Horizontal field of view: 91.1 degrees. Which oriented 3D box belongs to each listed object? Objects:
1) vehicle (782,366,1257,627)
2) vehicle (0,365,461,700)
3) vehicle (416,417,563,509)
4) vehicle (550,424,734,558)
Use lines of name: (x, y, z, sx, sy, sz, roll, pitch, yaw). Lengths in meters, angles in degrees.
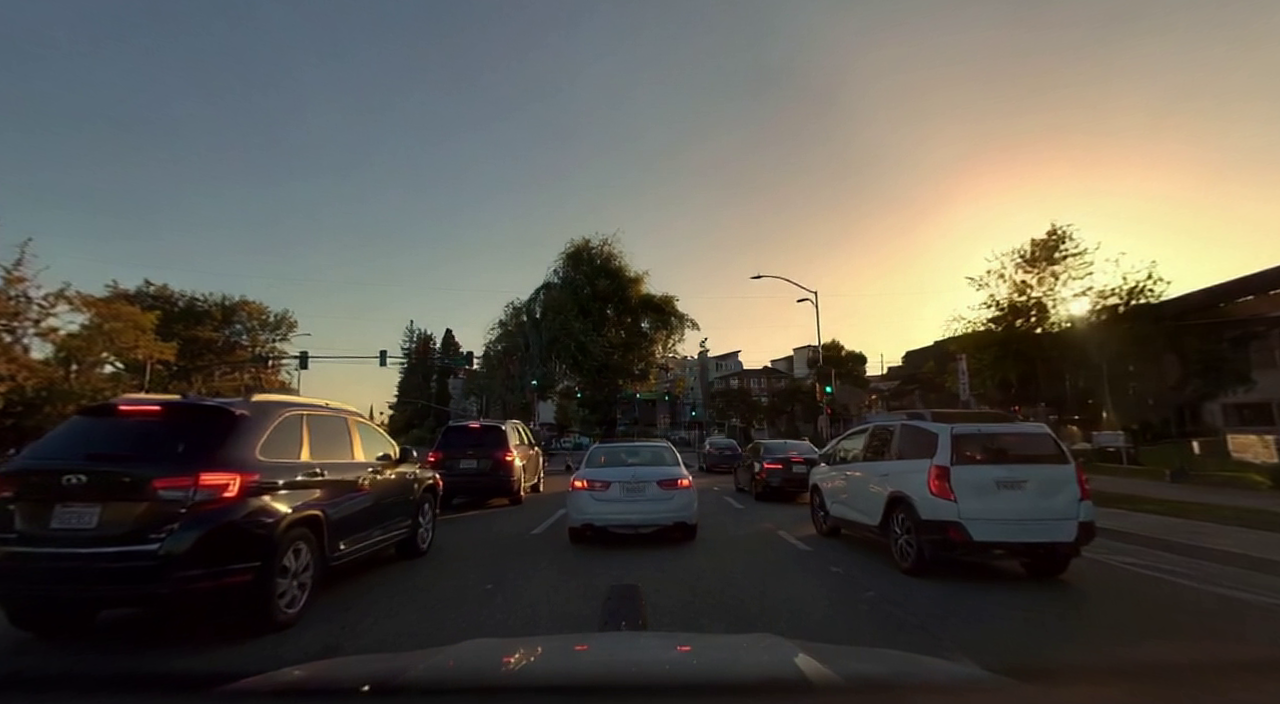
vehicle: (3.235, 1.362, 6.874, 2.141, 1.833, 4.704, 0, -8, -2)
vehicle: (-3.152, 1.223, 5.409, 1.912, 1.703, 4.261, 0, -8, 1)
vehicle: (-3.213, 2.508, 14.601, 2.117, 1.772, 4.619, 0, -8, 2)
vehicle: (0.009, 1.823, 8.906, 2.021, 1.461, 3.862, 0, -8, -1)
